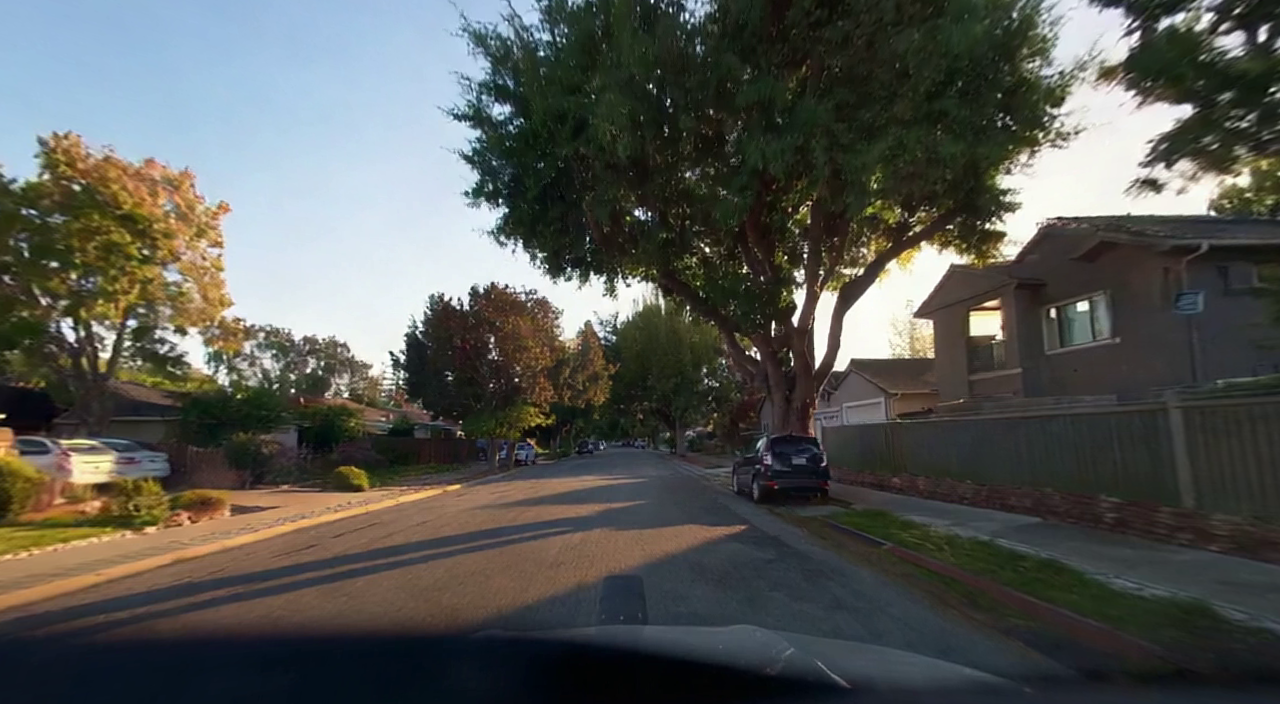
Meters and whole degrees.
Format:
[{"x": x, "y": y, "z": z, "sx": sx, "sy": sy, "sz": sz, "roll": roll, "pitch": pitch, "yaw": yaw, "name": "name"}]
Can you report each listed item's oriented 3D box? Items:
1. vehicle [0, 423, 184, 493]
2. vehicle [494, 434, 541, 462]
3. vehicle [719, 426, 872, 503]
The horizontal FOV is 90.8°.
[{"x": -16.031, "y": 3.038, "z": 18.371, "sx": 2.017, "sy": 1.746, "sz": 4.718, "roll": 0, "pitch": -8, "yaw": 0, "name": "vehicle"}, {"x": -8.671, "y": 6.903, "z": 45.187, "sx": 2.352, "sy": 1.843, "sz": 4.979, "roll": -1, "pitch": -10, "yaw": 0, "name": "vehicle"}, {"x": 3.497, "y": 2.674, "z": 15.496, "sx": 2.291, "sy": 1.546, "sz": 5.204, "roll": 0, "pitch": -8, "yaw": -1, "name": "vehicle"}]
